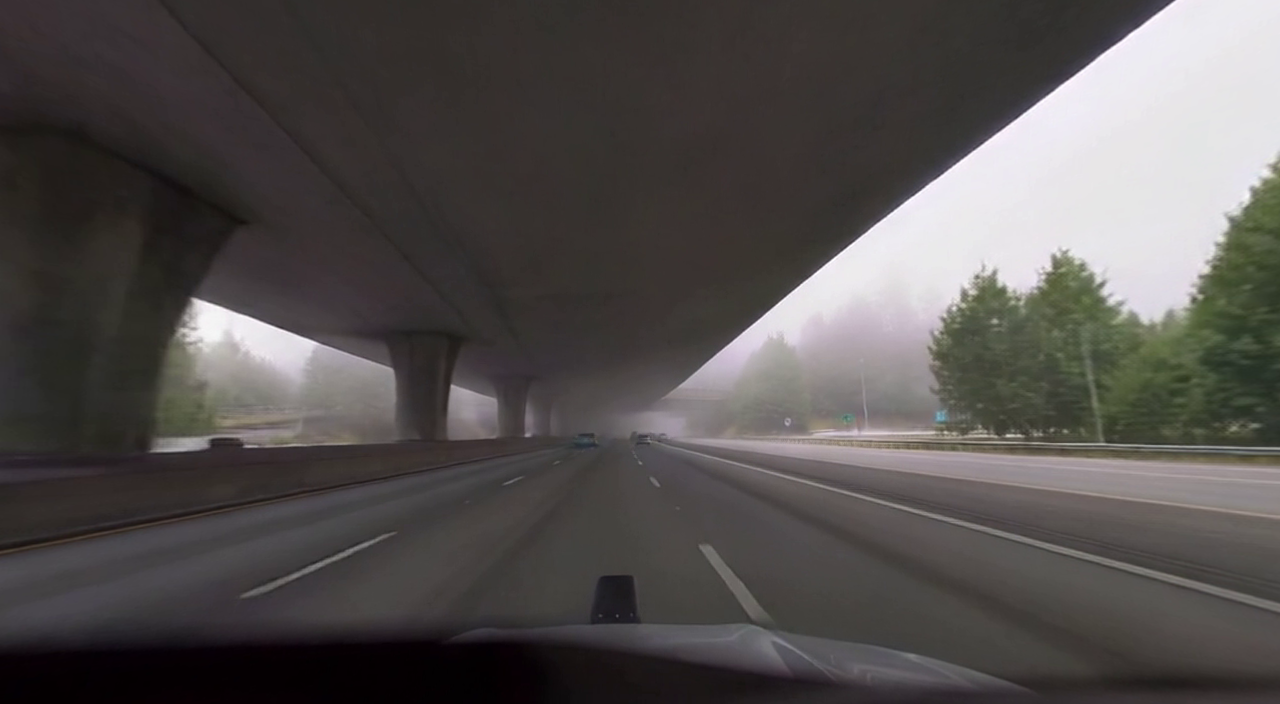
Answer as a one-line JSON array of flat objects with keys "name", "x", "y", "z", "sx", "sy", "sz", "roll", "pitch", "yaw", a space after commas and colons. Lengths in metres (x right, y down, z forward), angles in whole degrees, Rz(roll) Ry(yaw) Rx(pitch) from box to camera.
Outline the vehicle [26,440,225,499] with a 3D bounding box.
[{"name": "vehicle", "x": -14.640, "y": 3.321, "z": 18.368, "sx": 1.969, "sy": 1.473, "sz": 4.711, "roll": 0, "pitch": -8, "yaw": -2}]
